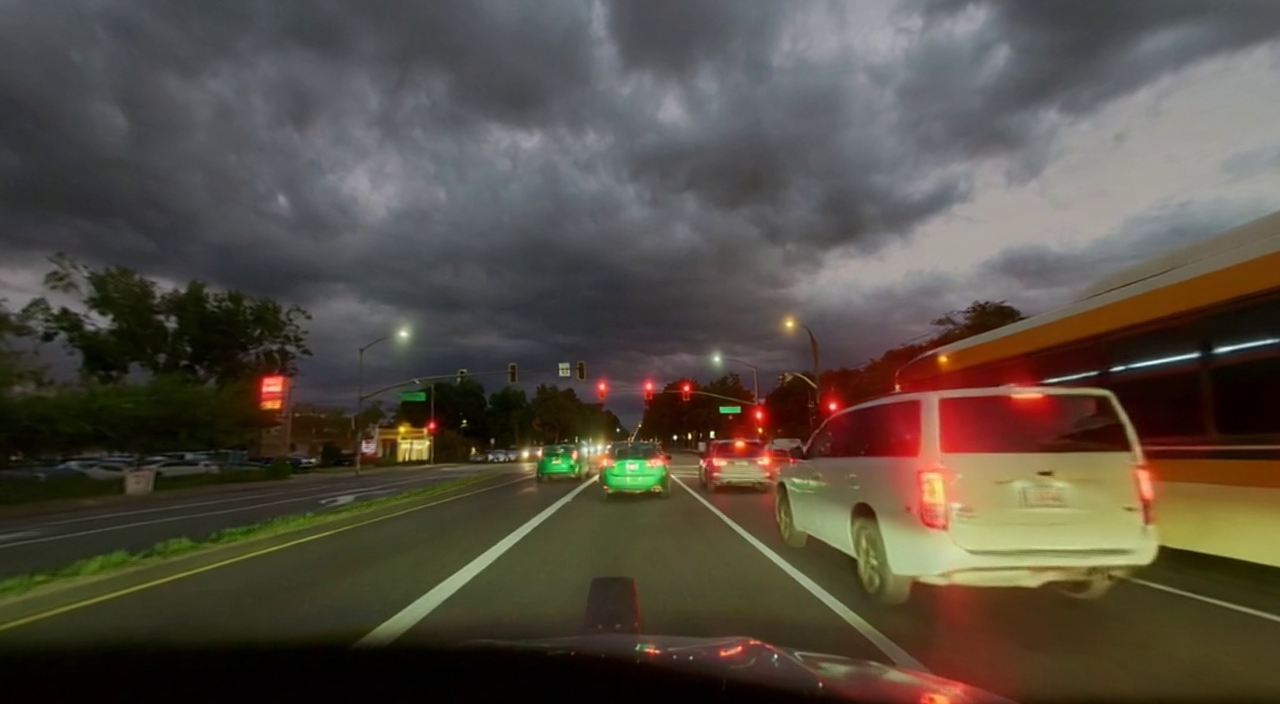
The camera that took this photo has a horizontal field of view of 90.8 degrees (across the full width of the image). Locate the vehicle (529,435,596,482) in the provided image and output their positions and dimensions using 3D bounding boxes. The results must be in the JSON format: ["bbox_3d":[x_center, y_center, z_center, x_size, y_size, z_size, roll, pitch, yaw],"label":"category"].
[{"bbox_3d":[-3.042,4.297,25.775,2.180,1.708,4.397,0,-9,0],"label":"vehicle"}]

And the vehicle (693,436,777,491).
[{"bbox_3d":[2.839,3.446,19.900,1.922,1.508,4.330,0,-9,-1],"label":"vehicle"}]

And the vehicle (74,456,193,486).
[{"bbox_3d":[-27.744,6.513,34.830,4.800,1.461,1.831,5,-10,-31],"label":"vehicle"}]

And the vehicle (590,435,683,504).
[{"bbox_3d":[-0.106,2.923,16.143,2.071,1.525,3.723,0,-9,-1],"label":"vehicle"}]

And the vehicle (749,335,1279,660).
[{"bbox_3d":[3.003,1.304,6.841,2.490,1.951,5.931,0,-9,-1],"label":"vehicle"}]
